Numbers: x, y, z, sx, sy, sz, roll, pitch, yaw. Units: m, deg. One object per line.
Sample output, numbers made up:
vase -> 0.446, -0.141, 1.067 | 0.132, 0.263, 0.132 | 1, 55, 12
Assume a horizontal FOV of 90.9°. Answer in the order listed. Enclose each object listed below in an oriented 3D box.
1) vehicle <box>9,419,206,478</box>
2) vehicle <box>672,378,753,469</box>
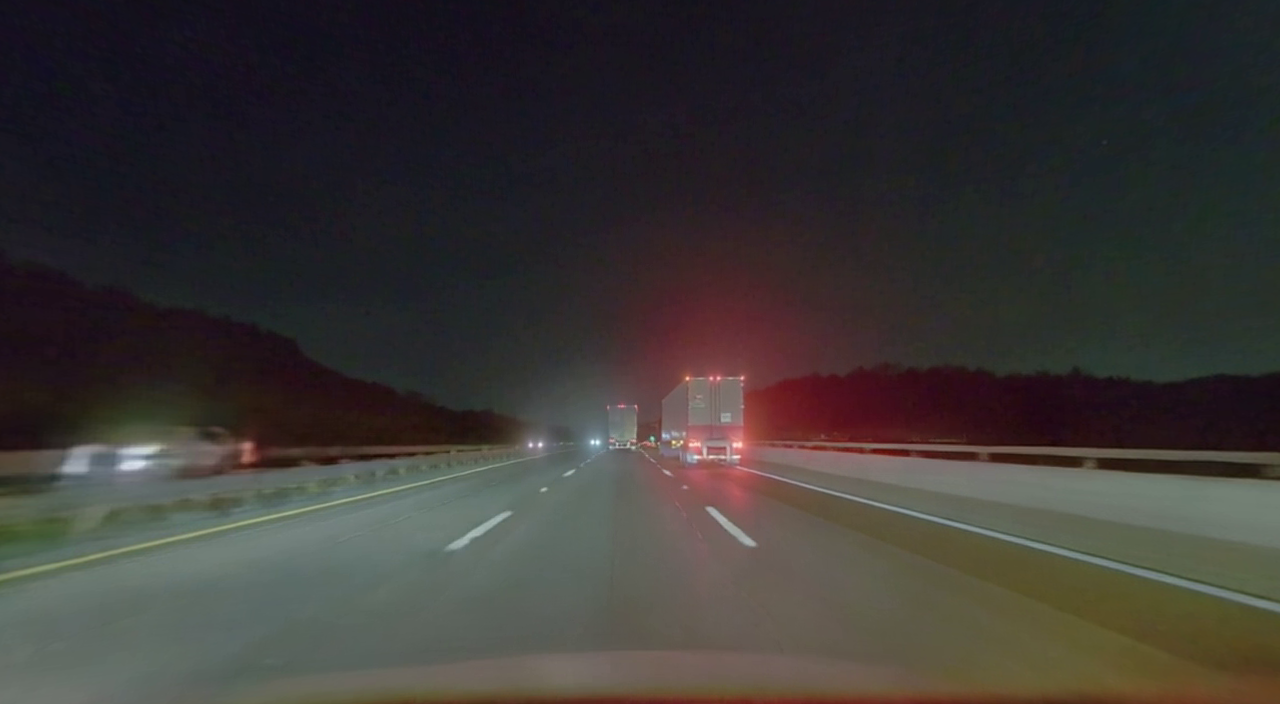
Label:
vehicle -> -16.521, 3.027, 20.033 | 2.059, 1.638, 4.831 | 0, -8, 0
vehicle -> 3.398, 3.712, 31.994 | 2.873, 3.998, 8.286 | 0, -8, -2
